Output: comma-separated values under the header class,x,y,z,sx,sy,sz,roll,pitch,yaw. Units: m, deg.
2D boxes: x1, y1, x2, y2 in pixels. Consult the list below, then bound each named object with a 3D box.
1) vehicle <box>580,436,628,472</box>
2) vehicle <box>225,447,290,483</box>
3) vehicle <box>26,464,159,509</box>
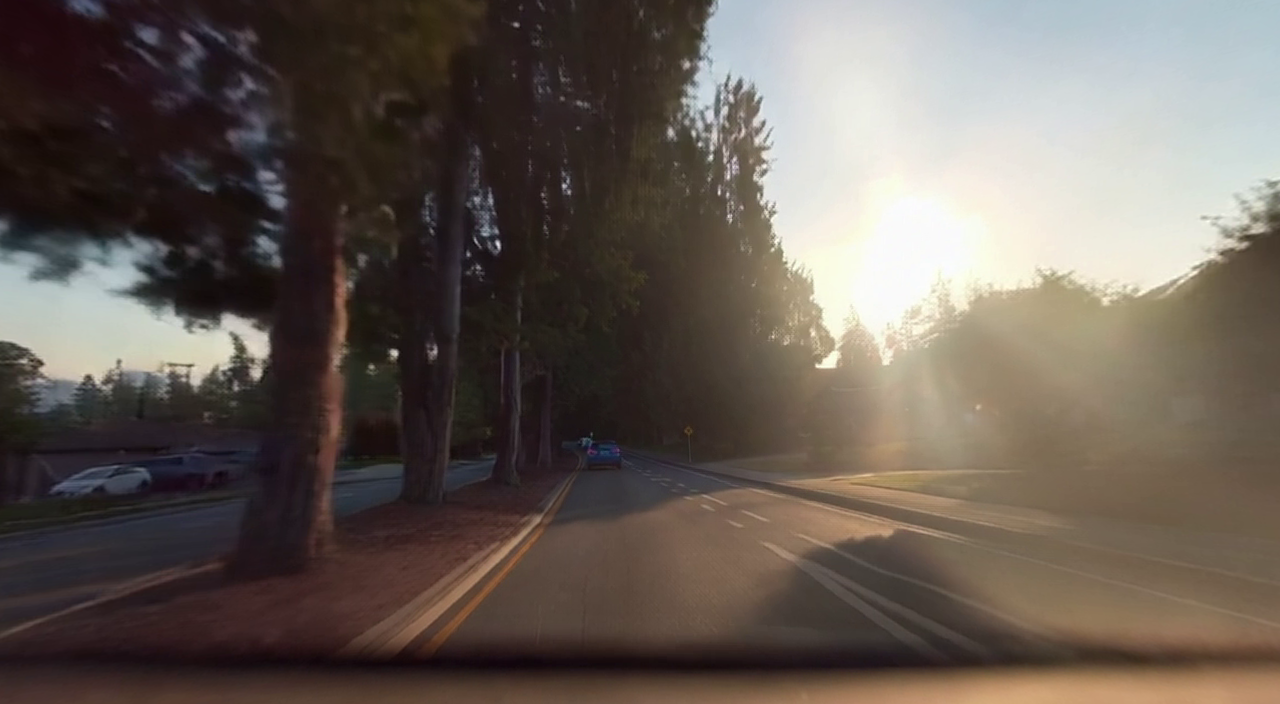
class,x,y,z,sx,sy,sz,roll,pitch,yaw
vehicle,-1.890,5.138,31.983,2.216,1.708,4.110,1,-9,-5
vehicle,-24.508,7.197,40.721,2.076,2.085,5.241,3,-9,-15
vehicle,-21.400,5.219,24.979,1.792,1.471,4.511,1,-9,-10
